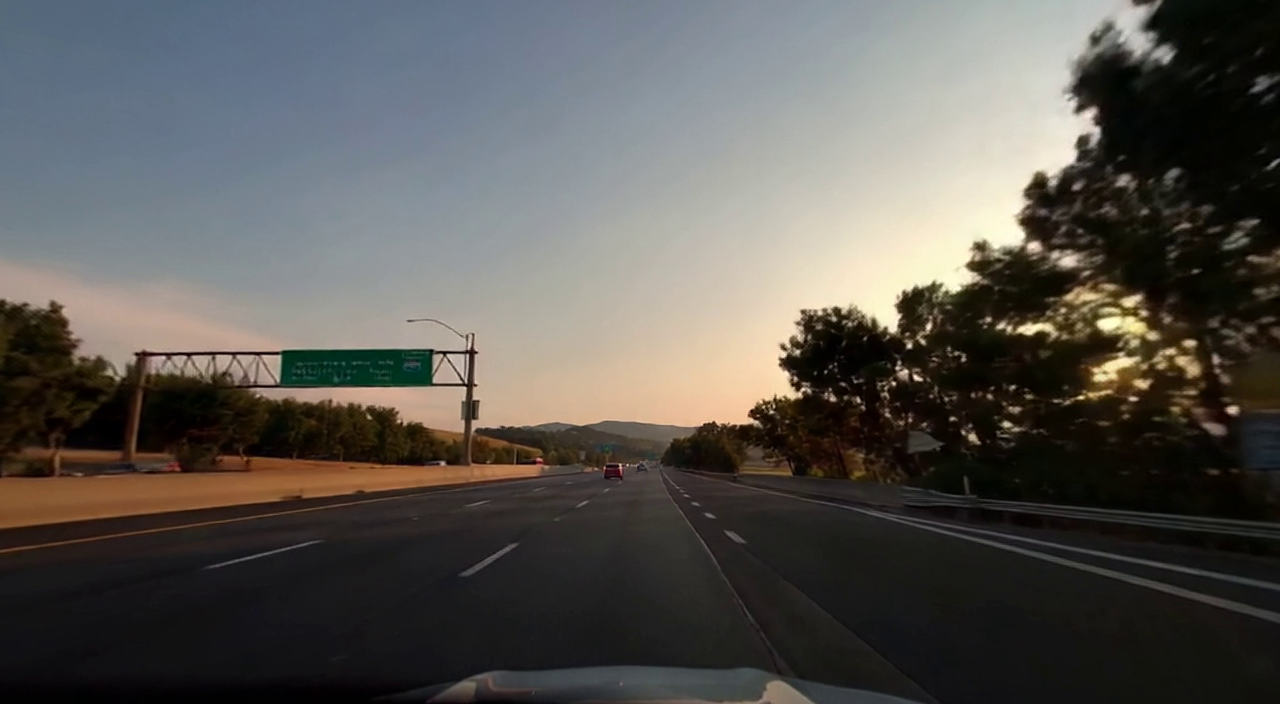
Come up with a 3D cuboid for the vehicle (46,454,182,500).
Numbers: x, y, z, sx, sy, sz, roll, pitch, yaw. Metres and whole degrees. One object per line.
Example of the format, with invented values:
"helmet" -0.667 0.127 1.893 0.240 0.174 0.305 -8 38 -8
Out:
"vehicle" -22.467 5.360 27.200 1.906 1.774 4.441 1 -10 1
